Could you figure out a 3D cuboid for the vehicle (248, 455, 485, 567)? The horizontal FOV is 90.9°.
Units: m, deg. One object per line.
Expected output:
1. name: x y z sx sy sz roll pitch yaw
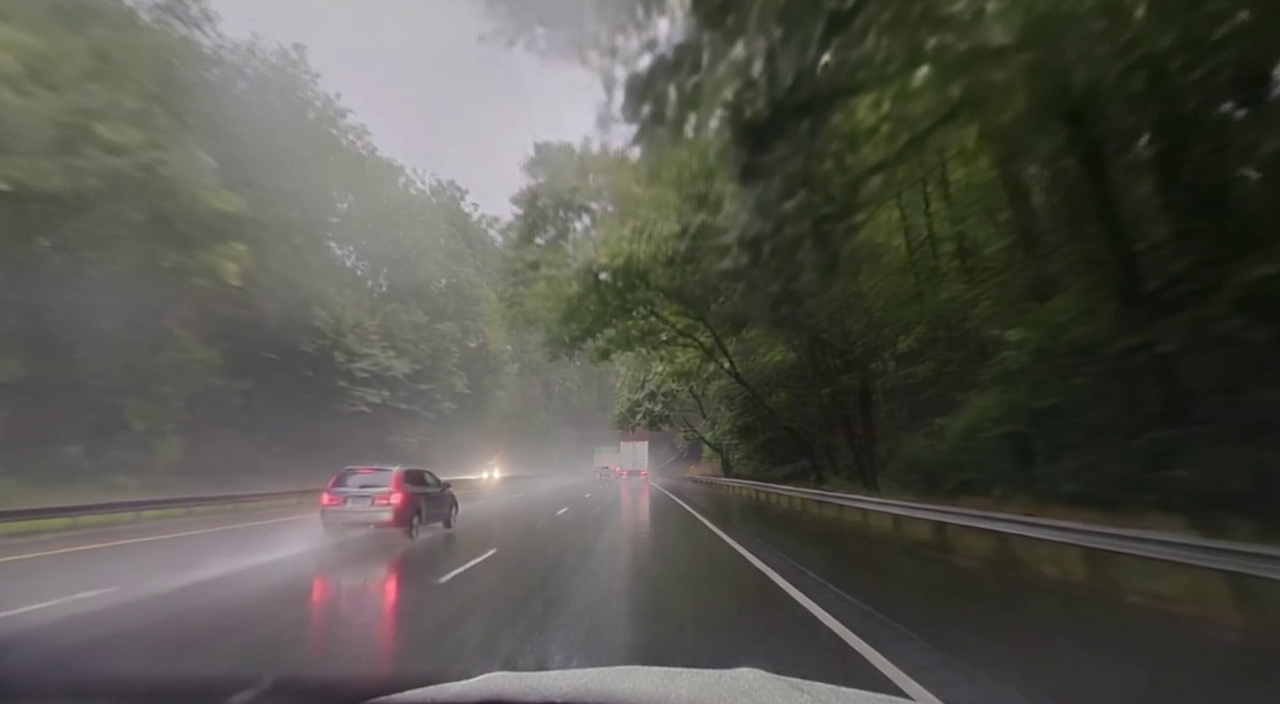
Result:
1. vehicle: -4.292 2.599 10.966 1.950 1.460 4.812 1 -10 0
